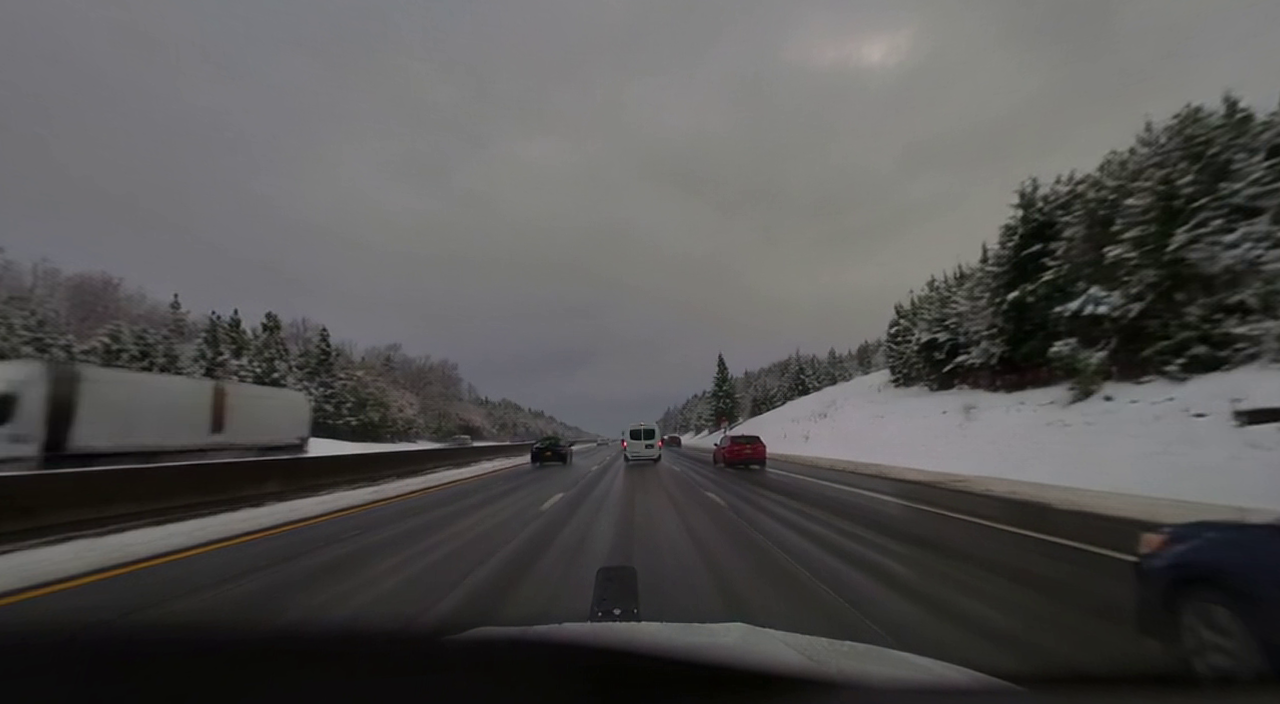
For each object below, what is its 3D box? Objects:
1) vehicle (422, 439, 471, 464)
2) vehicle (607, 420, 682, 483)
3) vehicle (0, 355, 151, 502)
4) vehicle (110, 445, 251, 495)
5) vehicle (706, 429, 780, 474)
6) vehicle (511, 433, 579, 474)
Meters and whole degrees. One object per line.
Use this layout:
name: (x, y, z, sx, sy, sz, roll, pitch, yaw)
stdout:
vehicle: (-12.131, 6.250, 39.762, 1.804, 1.434, 4.358, 0, -8, -1)
vehicle: (0.087, 3.156, 20.325, 2.159, 1.811, 4.238, 0, -8, -1)
vehicle: (-19.116, 2.396, 19.443, 3.109, 3.990, 5.971, 0, -8, -1)
vehicle: (-14.669, 3.734, 20.414, 1.764, 1.401, 3.784, 0, -8, -1)
vehicle: (3.867, 3.814, 24.453, 1.923, 1.562, 4.691, 0, -8, -2)
vehicle: (-3.756, 4.071, 25.713, 2.093, 1.517, 4.648, 0, -8, 0)
